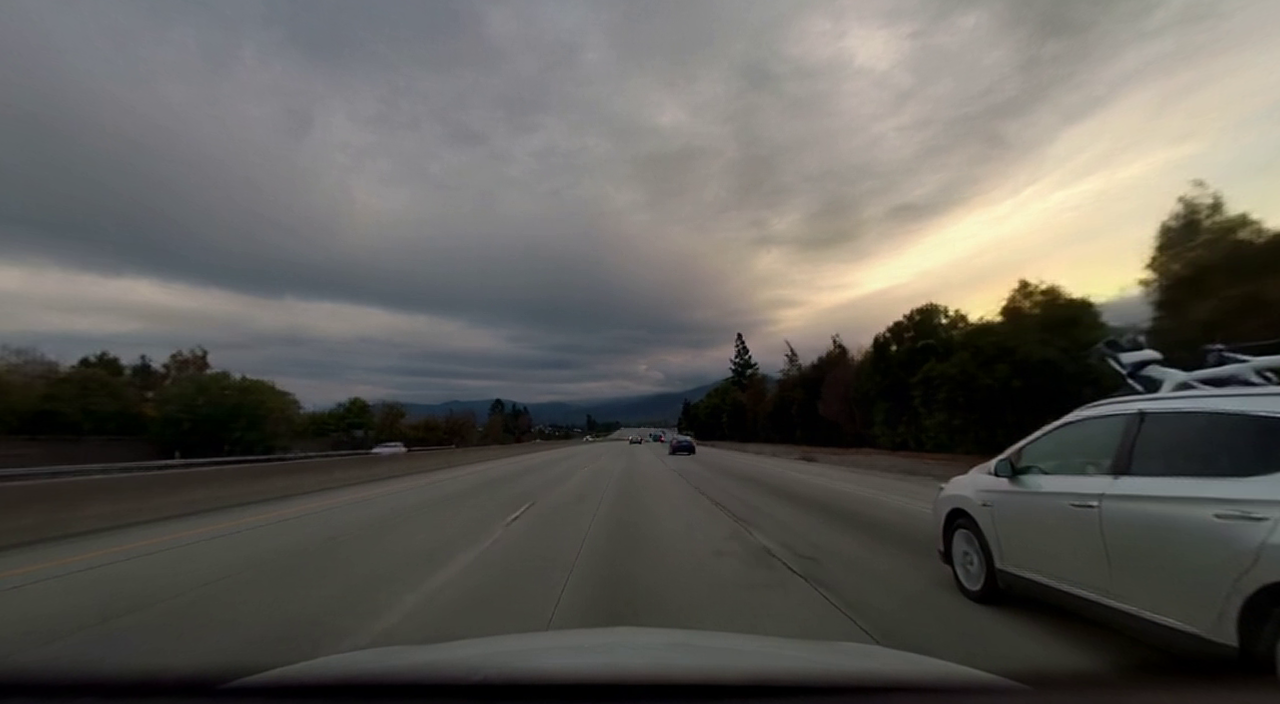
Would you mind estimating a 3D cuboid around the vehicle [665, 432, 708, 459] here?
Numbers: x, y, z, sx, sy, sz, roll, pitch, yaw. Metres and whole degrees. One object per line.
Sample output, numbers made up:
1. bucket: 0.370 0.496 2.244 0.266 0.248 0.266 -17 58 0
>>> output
1. vehicle: 2.557 5.203 35.273 1.911 1.449 3.776 0 -7 -3
